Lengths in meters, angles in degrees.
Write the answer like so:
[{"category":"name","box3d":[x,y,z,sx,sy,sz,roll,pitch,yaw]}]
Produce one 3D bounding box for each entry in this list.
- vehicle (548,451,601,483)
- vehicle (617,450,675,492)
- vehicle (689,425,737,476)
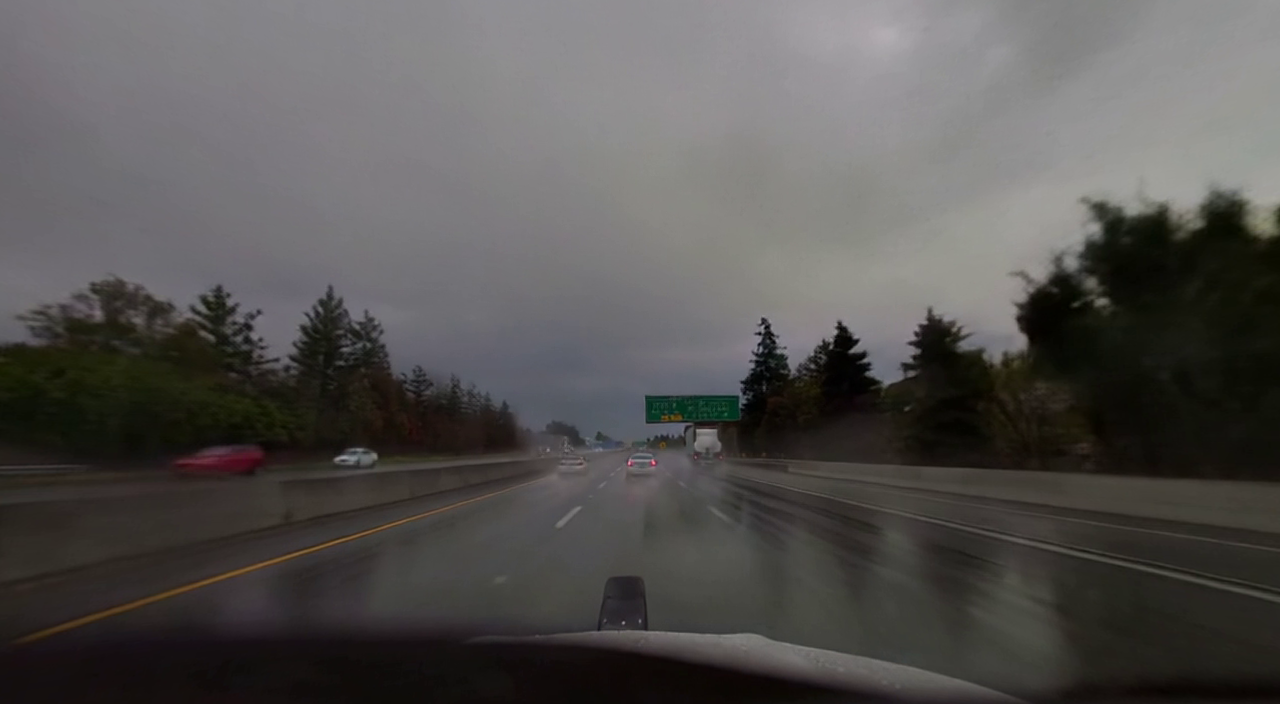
[{"category":"vehicle","box3d":[-3.121,5.592,30.892,2.105,1.467,4.099,0,-9,1]},{"category":"vehicle","box3d":[0.186,4.663,25.050,2.089,1.516,4.191,0,-9,-1]},{"category":"vehicle","box3d":[4.890,6.499,41.251,2.650,2.978,6.937,-2,-10,10]}]
